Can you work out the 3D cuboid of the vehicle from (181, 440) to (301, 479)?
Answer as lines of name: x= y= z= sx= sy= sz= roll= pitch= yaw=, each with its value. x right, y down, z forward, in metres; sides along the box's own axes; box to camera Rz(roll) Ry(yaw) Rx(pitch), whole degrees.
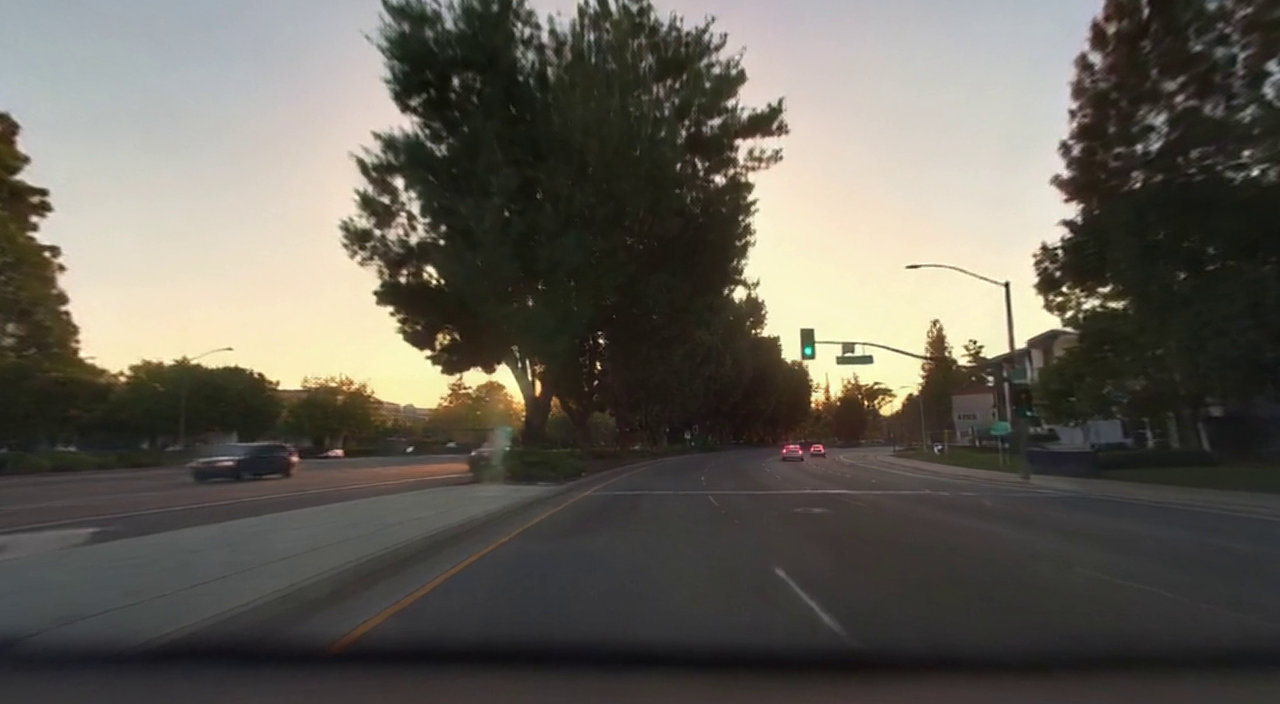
vehicle: x=-18.550 y=4.987 z=29.731 sx=1.988 sy=1.657 sz=4.909 roll=-1 pitch=-8 yaw=8

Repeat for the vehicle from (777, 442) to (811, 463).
vehicle: x=11.228 y=7.357 z=46.234 sx=1.988 sy=1.460 sz=3.996 roll=-1 pitch=-8 yaw=9
